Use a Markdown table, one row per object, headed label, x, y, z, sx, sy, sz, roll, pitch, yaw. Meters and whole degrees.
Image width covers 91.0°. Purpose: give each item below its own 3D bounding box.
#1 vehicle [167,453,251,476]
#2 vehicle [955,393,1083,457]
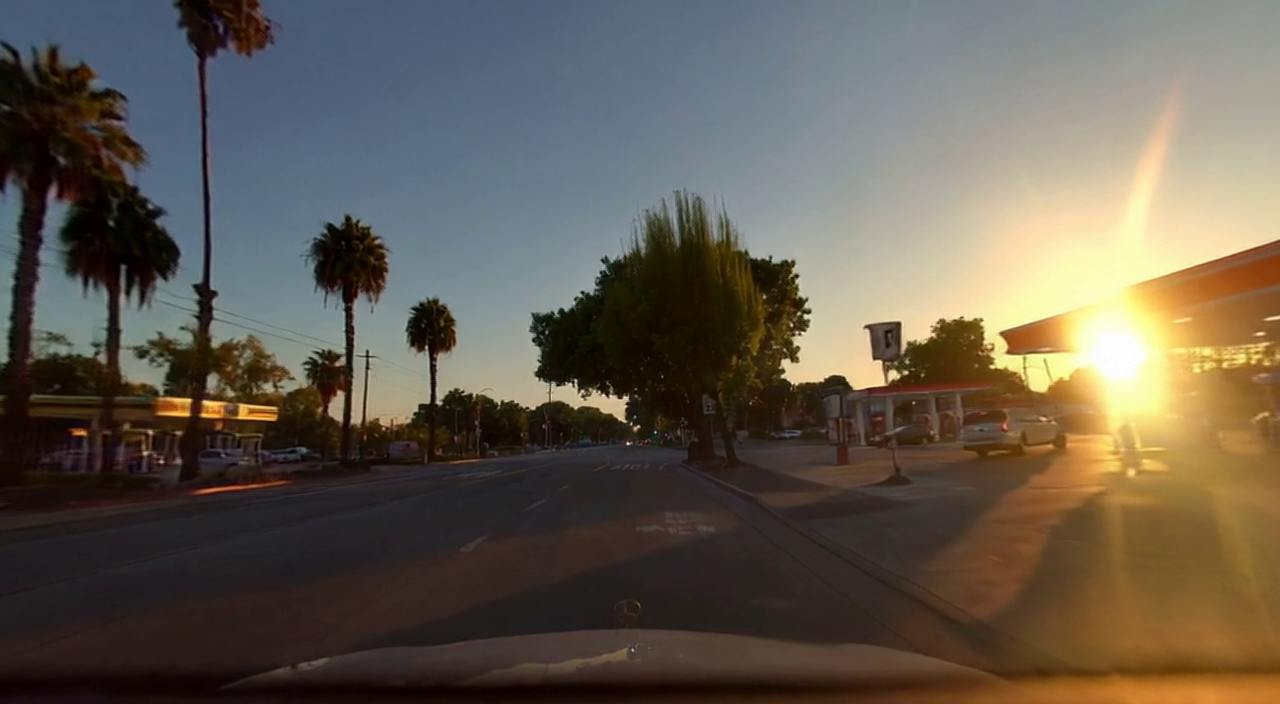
| label | x | y | z | sx | sy | sz | roll | pitch | yaw |
| --- | --- | --- | --- | --- | --- | --- | --- | --- | --- |
| vehicle | -29.031 | 7.545 | 42.429 | 4.420 | 1.445 | 1.954 | 6 | -11 | -37 |
| vehicle | 15.967 | 3.136 | 26.401 | 5.529 | 2.395 | 2.399 | 6 | -10 | -35 |
